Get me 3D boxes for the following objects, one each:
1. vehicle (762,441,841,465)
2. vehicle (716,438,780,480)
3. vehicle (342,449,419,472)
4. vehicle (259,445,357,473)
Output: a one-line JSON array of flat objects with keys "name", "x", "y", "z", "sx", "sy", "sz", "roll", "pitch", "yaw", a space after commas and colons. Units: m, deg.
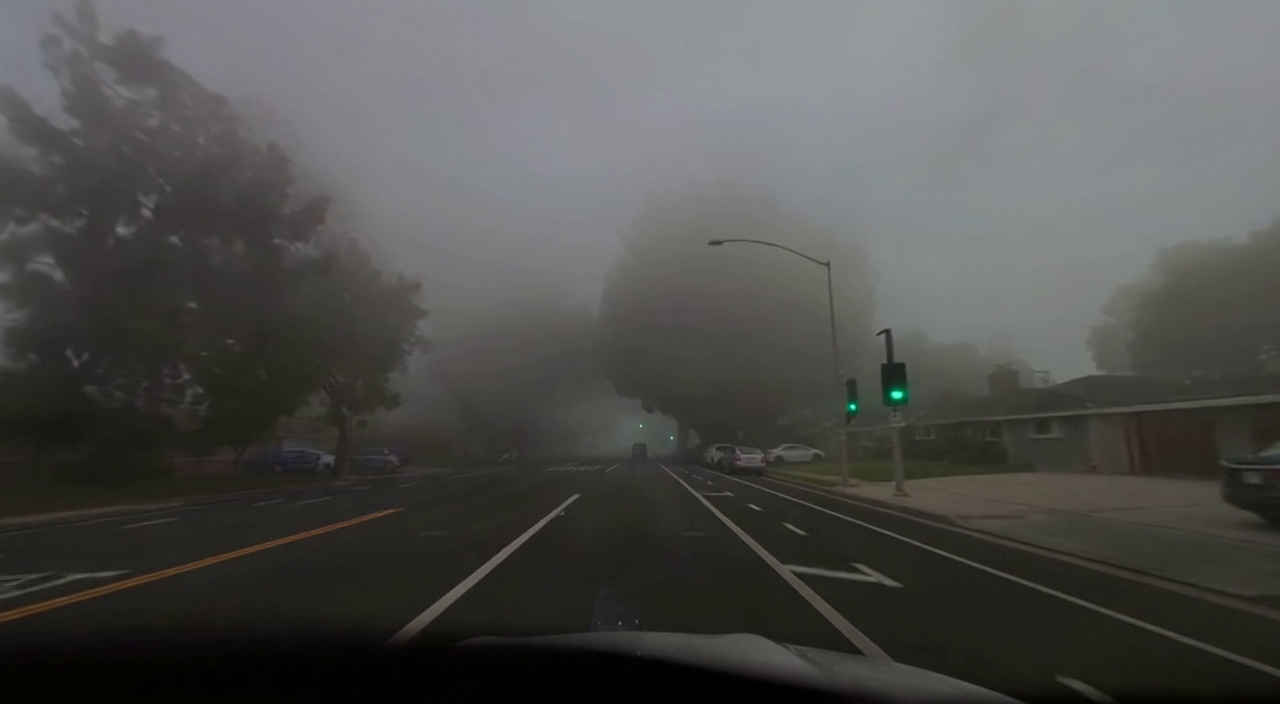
[{"name": "vehicle", "x": 11.111, "y": 6.976, "z": 43.527, "sx": 4.875, "sy": 1.609, "sz": 1.954, "roll": 0, "pitch": -9, "yaw": 1}, {"name": "vehicle", "x": 5.181, "y": 5.210, "z": 30.811, "sx": 2.164, "sy": 1.729, "sz": 4.488, "roll": 4, "pitch": -9, "yaw": -1}, {"name": "vehicle", "x": -17.685, "y": 7.398, "z": 43.037, "sx": 4.349, "sy": 1.457, "sz": 1.997, "roll": 1, "pitch": -8, "yaw": -2}, {"name": "vehicle", "x": -18.235, "y": 5.899, "z": 34.728, "sx": 4.355, "sy": 1.482, "sz": 1.794, "roll": 0, "pitch": -9, "yaw": 0}]
